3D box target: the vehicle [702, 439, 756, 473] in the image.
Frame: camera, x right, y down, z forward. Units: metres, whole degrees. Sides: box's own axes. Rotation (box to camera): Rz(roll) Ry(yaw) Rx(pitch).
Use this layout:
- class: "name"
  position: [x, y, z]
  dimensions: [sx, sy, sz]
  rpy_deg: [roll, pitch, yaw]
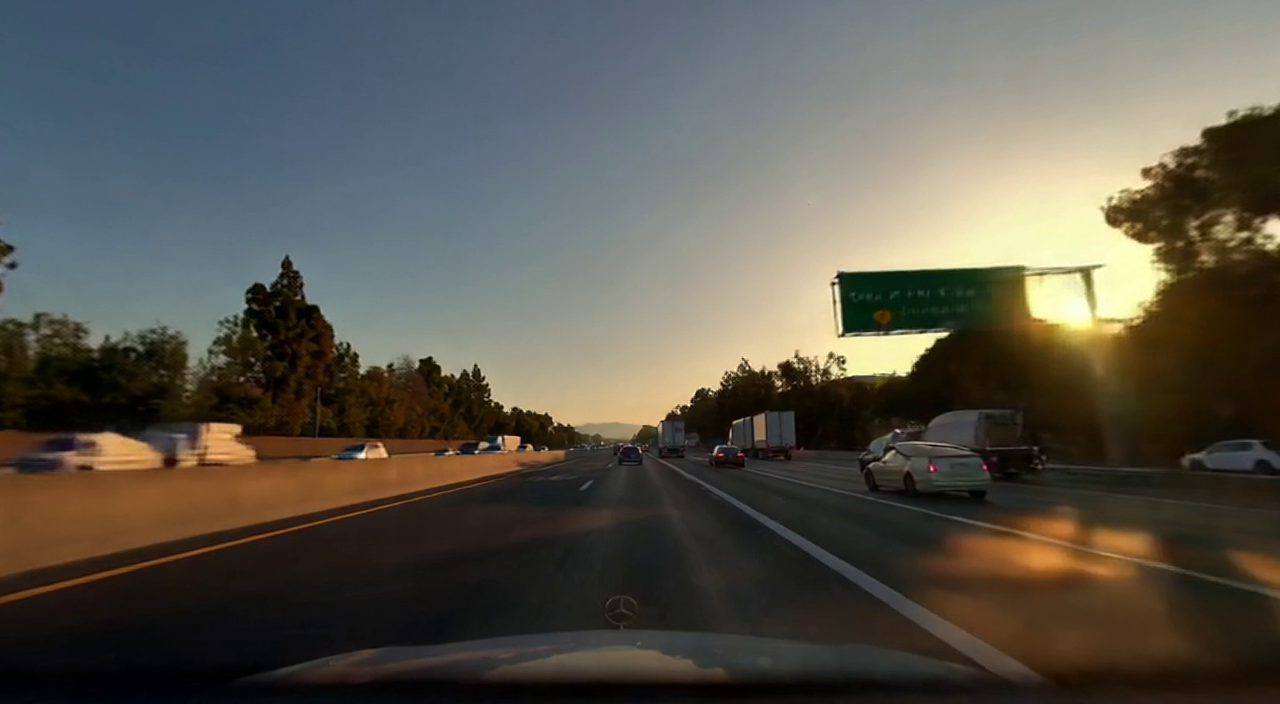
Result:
- class: "vehicle"
  position: [4.525, 5.387, 32.861]
  dimensions: [2.154, 1.658, 4.347]
  rpy_deg: [0, -9, 0]

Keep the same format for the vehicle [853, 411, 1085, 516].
- class: "vehicle"
  position: [7.334, 2.595, 15.112]
  dimensions: [2.369, 2.007, 5.700]
  rpy_deg: [0, -9, -1]

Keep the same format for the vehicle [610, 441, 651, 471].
- class: "vehicle"
  position: [-0.509, 5.799, 35.329]
  dimensions: [2.163, 1.551, 4.180]
  rpy_deg: [0, -9, 0]

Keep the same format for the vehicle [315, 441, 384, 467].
- class: "vehicle"
  position: [-20.379, 7.178, 44.608]
  dimensions: [2.104, 1.695, 5.702]
  rpy_deg: [0, -9, 0]

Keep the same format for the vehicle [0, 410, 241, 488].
- class: "vehicle"
  position: [-24.335, 4.634, 30.235]
  dimensions: [2.991, 2.997, 11.562]
  rpy_deg: [0, -9, 0]

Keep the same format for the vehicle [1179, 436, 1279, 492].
- class: "vehicle"
  position: [22.654, 3.922, 22.290]
  dimensions: [2.150, 1.866, 5.885]
  rpy_deg: [0, -9, 2]
